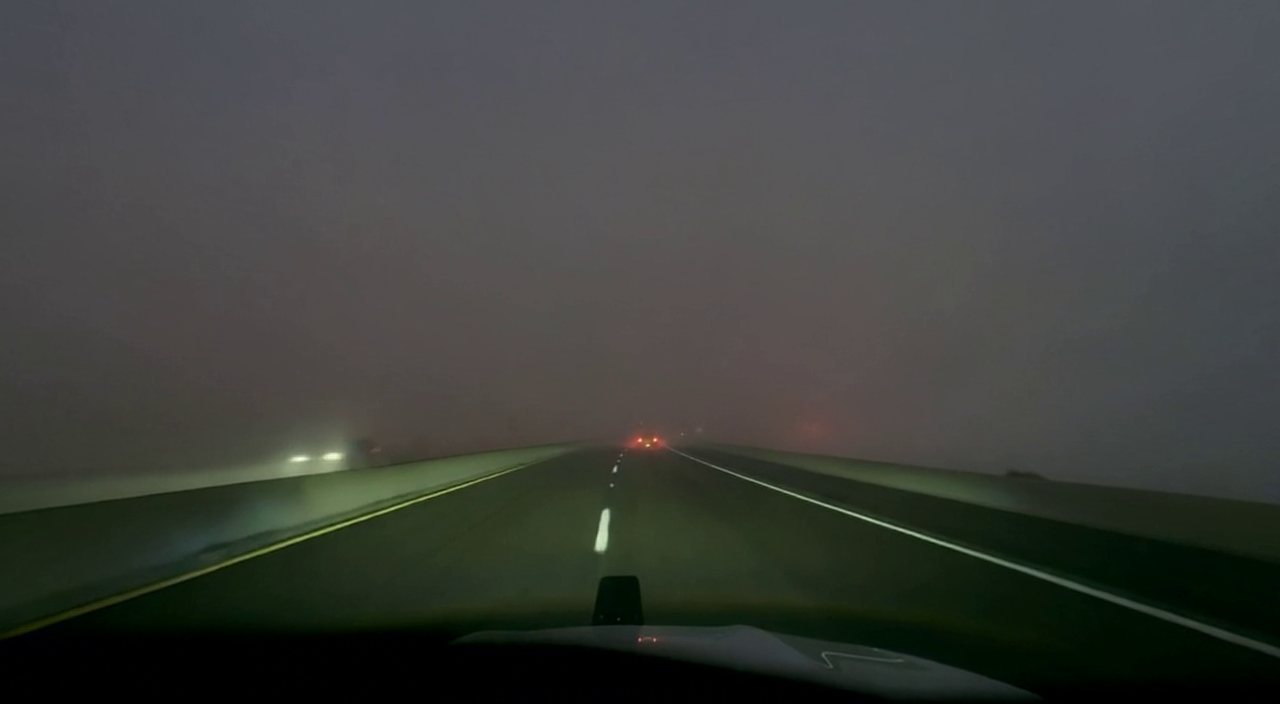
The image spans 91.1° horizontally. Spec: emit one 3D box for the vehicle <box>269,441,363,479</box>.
[{"bbox_3d":[-14.346,4.757,28.146,1.917,1.505,4.399,0,-8,-1],"label":"vehicle"}]
